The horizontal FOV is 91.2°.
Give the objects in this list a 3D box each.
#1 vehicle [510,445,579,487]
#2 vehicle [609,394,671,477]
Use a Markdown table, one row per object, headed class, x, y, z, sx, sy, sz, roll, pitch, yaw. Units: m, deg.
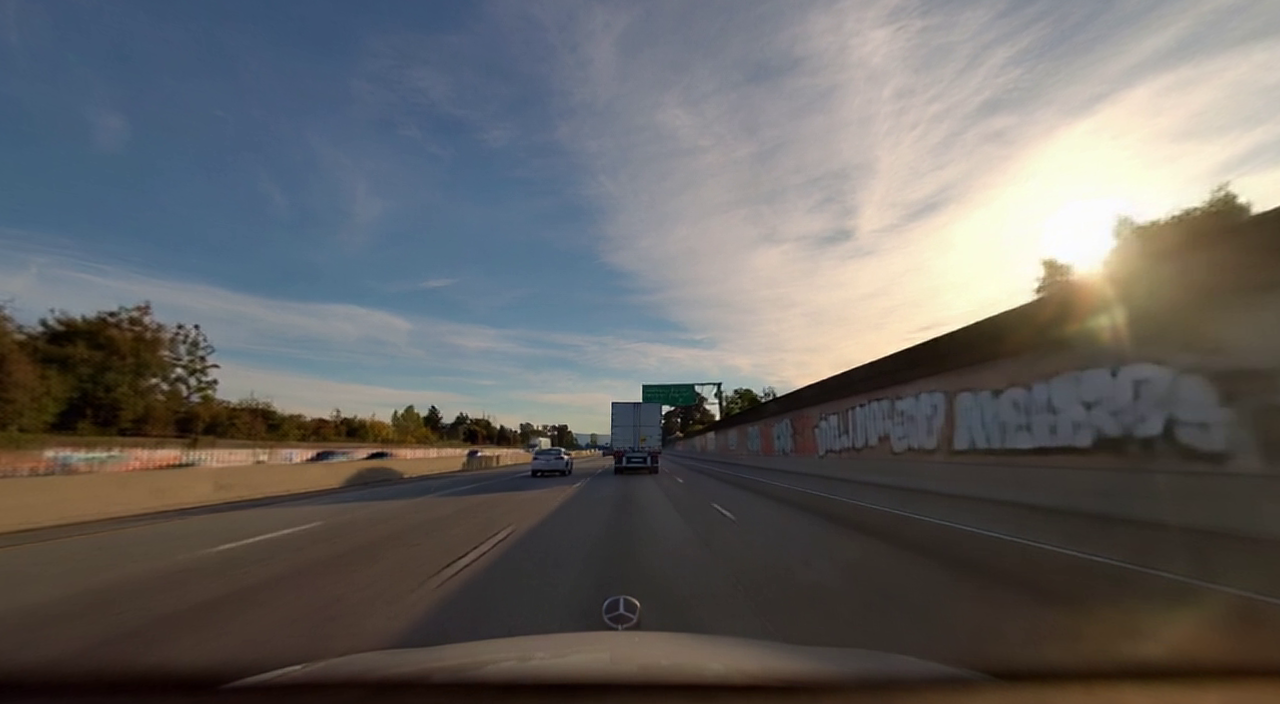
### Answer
| class | x | y | z | sx | sy | sz | roll | pitch | yaw |
| --- | --- | --- | --- | --- | --- | --- | --- | --- | --- |
| vehicle | -3.746 | 4.544 | 25.271 | 2.158 | 1.538 | 4.047 | 0 | -9 | 0 |
| vehicle | -0.075 | 4.929 | 36.139 | 3.042 | 4.023 | 10.832 | 0 | -9 | -1 |
